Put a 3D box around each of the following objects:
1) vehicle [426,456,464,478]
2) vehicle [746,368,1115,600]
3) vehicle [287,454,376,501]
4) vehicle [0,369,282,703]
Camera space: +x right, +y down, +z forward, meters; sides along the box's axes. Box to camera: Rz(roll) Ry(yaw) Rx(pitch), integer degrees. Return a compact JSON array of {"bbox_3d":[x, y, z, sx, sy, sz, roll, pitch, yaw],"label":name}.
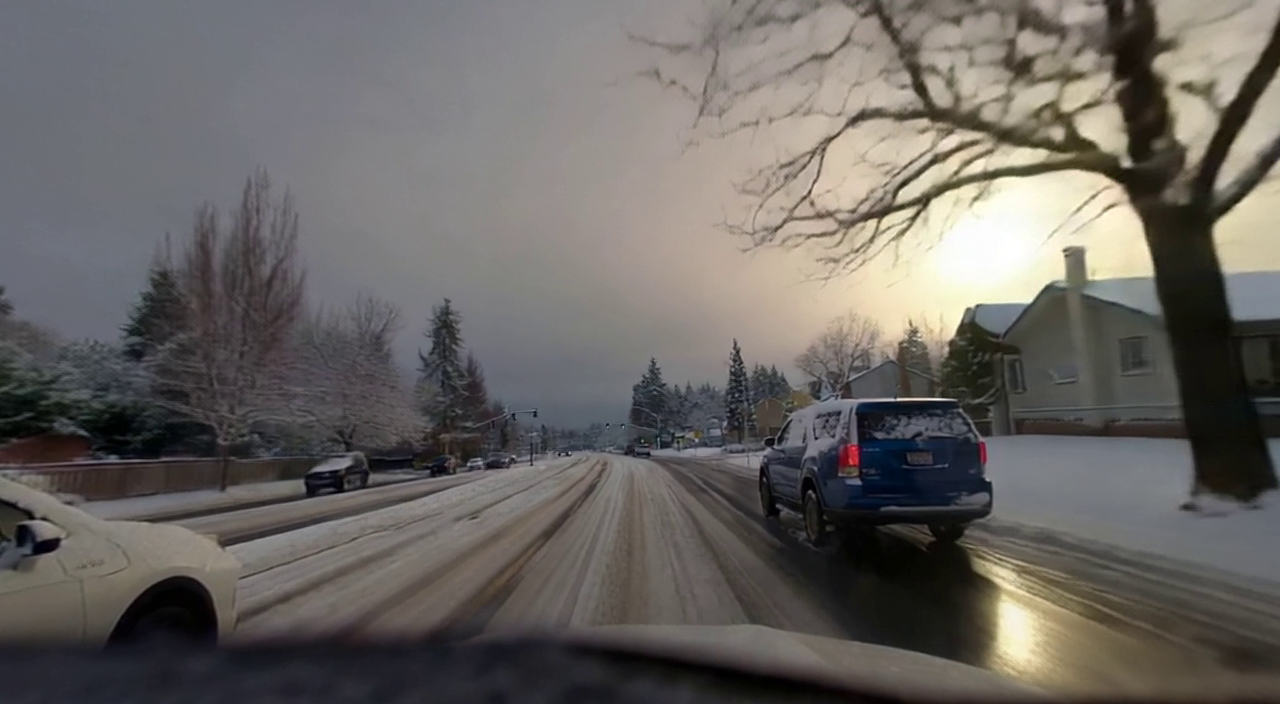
[{"bbox_3d":[-14.968,8.824,48.523,1.839,1.496,4.338,0,-9,-4],"label":"vehicle"},{"bbox_3d":[3.072,1.594,8.523,2.338,2.063,5.592,-1,-9,1],"label":"vehicle"},{"bbox_3d":[-13.303,5.391,27.491,1.931,1.788,4.224,0,-9,-4],"label":"vehicle"},{"bbox_3d":[-3.378,0.831,1.778,2.058,1.659,4.514,-1,-9,0],"label":"vehicle"}]
